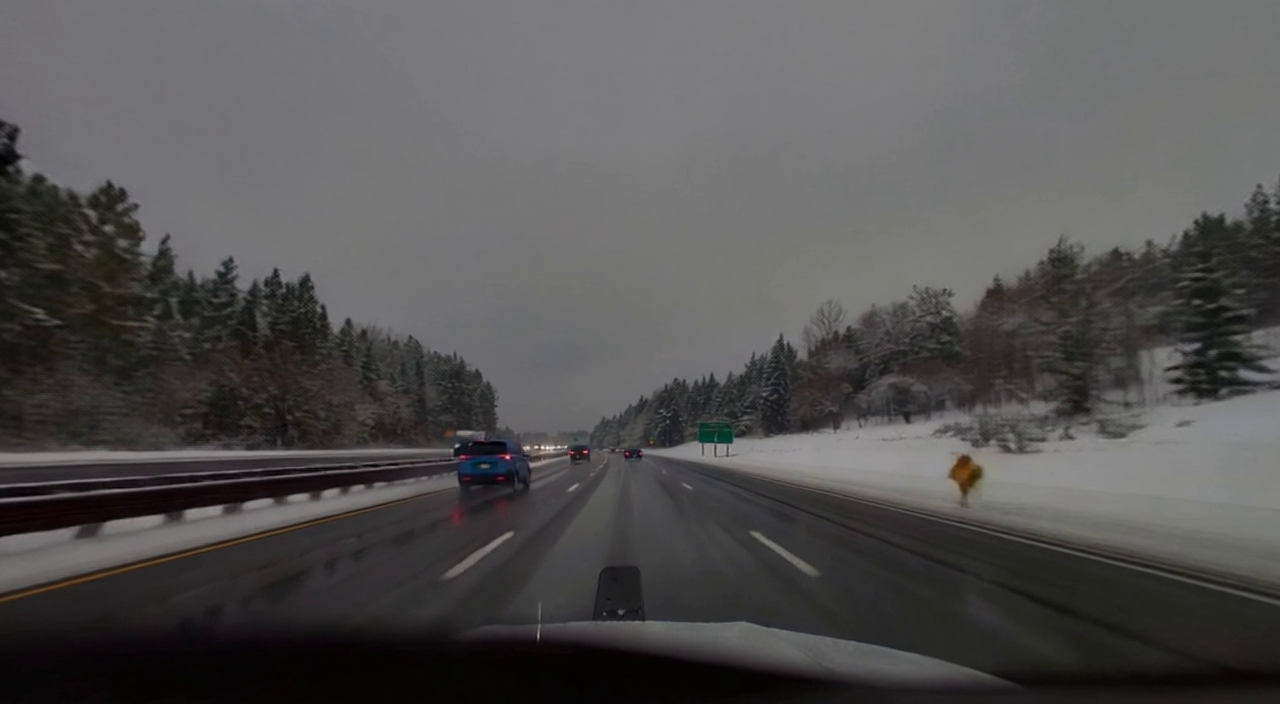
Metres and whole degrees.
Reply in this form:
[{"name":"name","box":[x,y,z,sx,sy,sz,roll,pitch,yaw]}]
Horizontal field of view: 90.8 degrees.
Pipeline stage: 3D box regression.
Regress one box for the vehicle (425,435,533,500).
[{"name":"vehicle","box":[-4.537,3.305,18.480,2.088,1.675,4.108,0,-9,-1]}]

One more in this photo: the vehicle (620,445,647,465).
[{"name":"vehicle","box":[-0.549,8.090,49.584,2.008,1.499,3.192,0,-9,-3]}]
